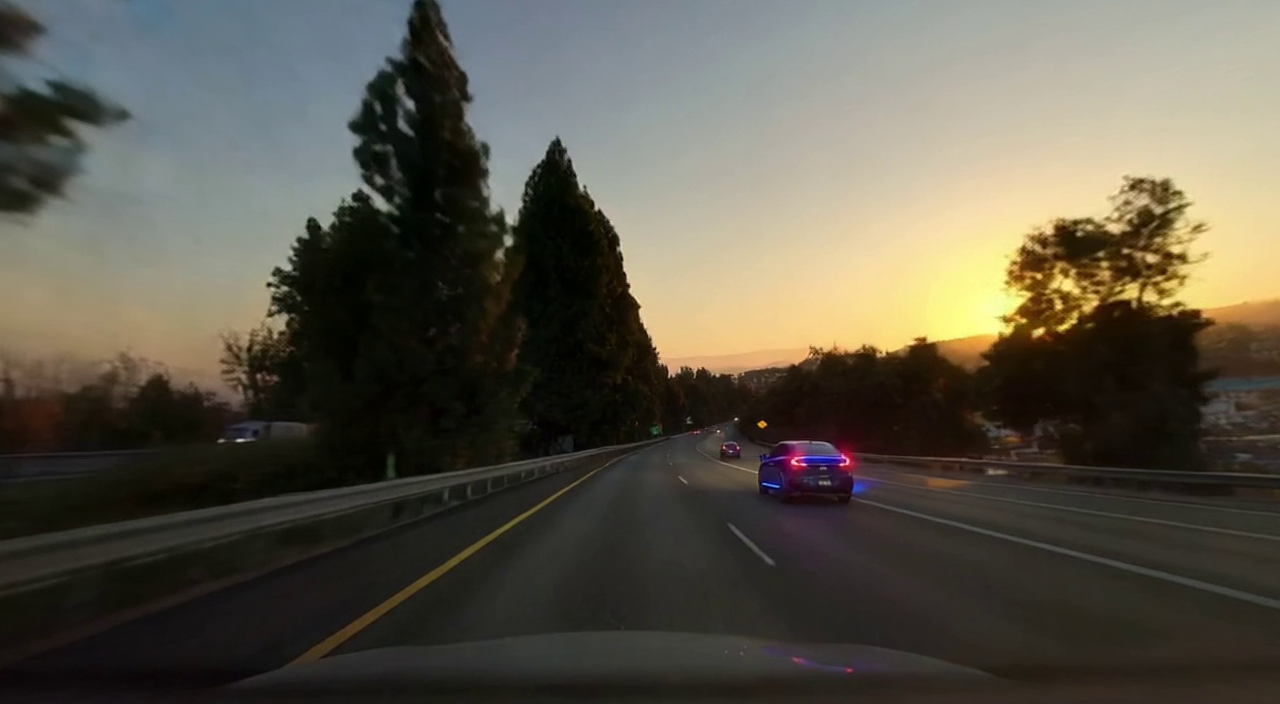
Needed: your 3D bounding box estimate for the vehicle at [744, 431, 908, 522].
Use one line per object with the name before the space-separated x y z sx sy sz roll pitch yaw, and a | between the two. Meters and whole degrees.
vehicle | 3.584 2.474 13.133 2.050 1.546 4.344 0 -8 -1
